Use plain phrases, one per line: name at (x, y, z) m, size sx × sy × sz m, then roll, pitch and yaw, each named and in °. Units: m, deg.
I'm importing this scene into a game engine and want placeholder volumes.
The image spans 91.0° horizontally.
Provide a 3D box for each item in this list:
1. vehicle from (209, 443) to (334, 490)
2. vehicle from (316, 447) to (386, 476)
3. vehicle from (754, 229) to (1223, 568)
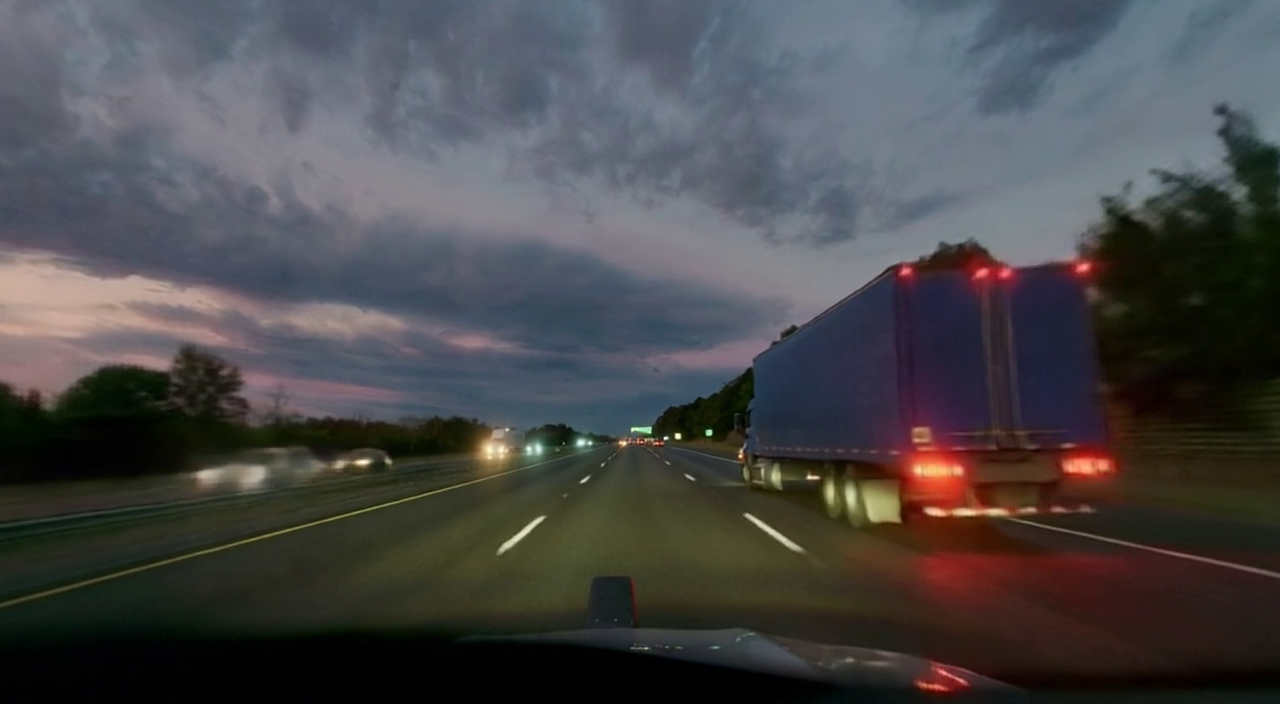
vehicle at (-12.734, 3.932, 22.104) m, size 1.841 × 1.432 × 4.245 m, roll -1°, pitch -8°, yaw 0°
vehicle at (-16.256, 6.151, 35.628) m, size 1.867 × 1.442 × 4.385 m, roll -1°, pitch -8°, yaw 0°
vehicle at (4.109, 0.932, 10.127) m, size 2.766 × 3.349 × 7.796 m, roll 0°, pitch -8°, yaw -2°
